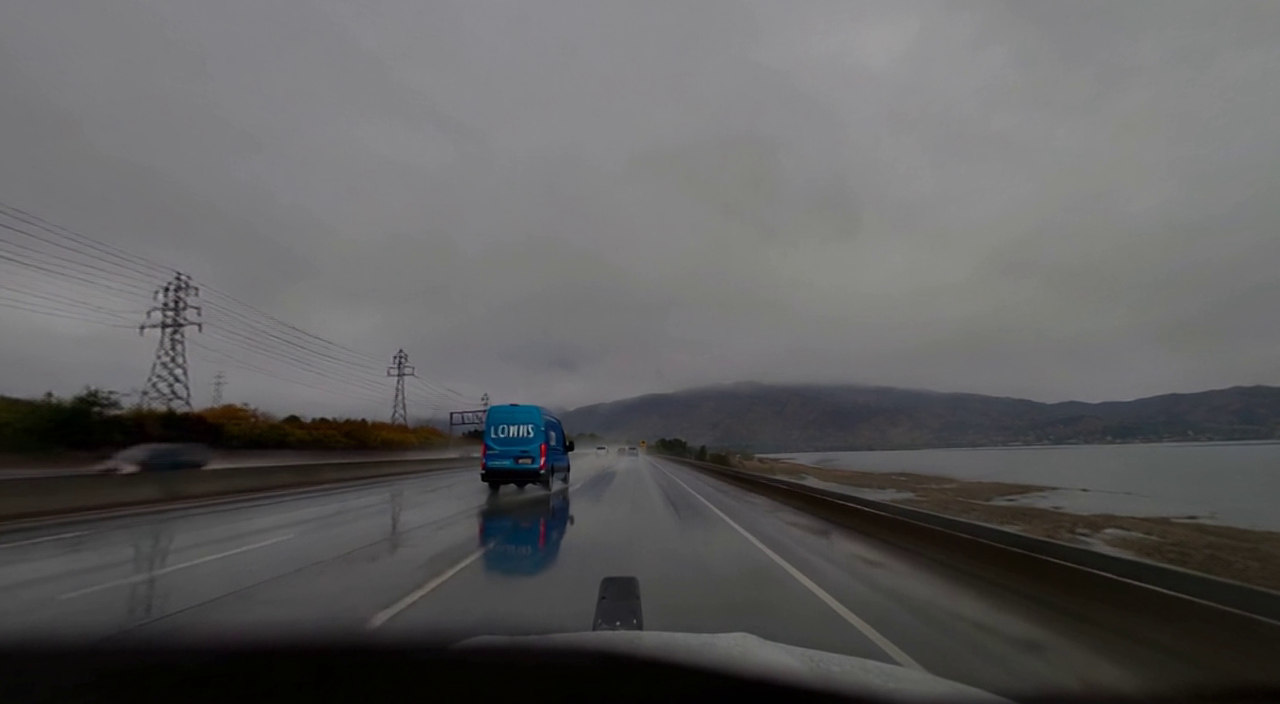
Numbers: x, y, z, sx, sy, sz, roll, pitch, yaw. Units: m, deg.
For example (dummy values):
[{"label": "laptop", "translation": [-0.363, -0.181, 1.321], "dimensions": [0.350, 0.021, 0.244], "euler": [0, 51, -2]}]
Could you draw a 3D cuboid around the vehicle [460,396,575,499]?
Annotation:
[{"label": "vehicle", "translation": [-3.640, 3.056, 20.408], "dimensions": [2.331, 2.757, 6.581], "euler": [0, -8, 0]}]

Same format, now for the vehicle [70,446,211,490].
[{"label": "vehicle", "translation": [-21.209, 4.900, 27.180], "dimensions": [2.097, 1.681, 4.817], "euler": [0, -8, 0]}]
